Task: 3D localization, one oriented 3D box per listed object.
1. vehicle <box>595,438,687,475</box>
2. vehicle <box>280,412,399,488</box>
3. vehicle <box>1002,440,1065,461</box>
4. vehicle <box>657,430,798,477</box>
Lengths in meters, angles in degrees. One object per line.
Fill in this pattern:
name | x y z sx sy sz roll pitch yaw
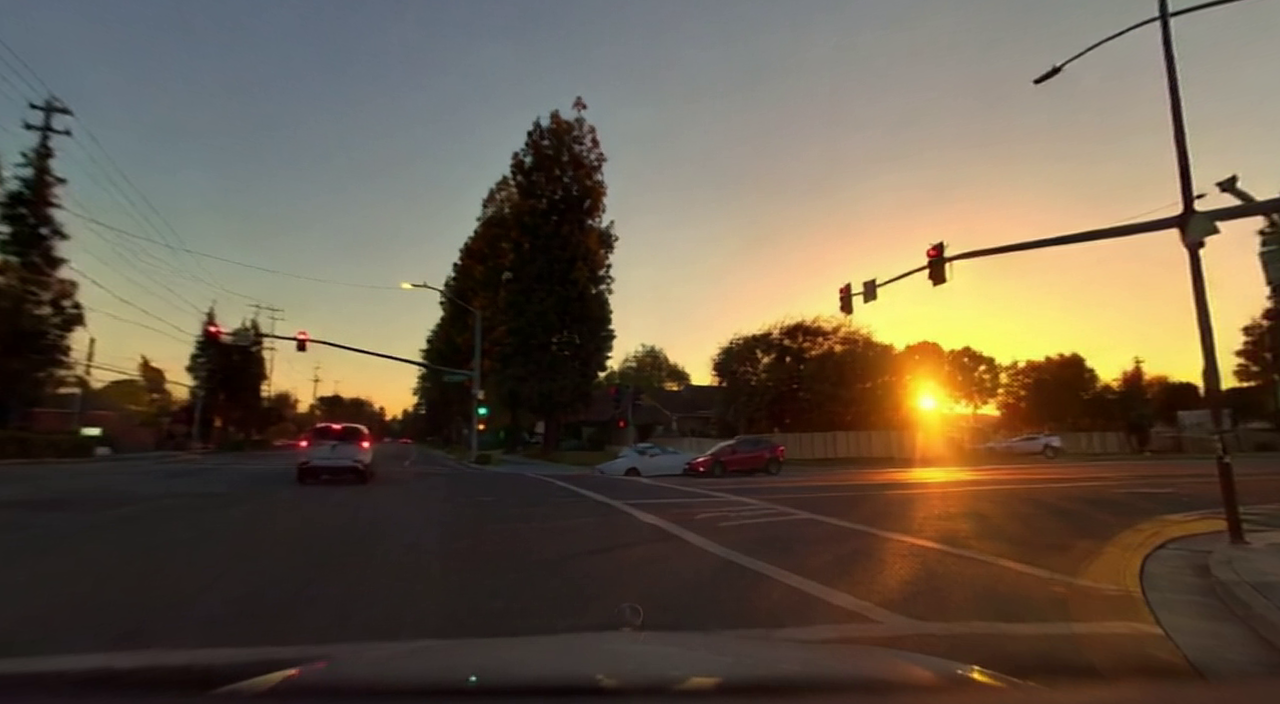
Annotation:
vehicle | -0.003 4.792 28.791 3.990 1.548 1.780 2 -9 -9
vehicle | -8.459 2.835 18.192 2.300 1.868 4.690 3 -9 -16
vehicle | 28.461 7.106 45.372 3.805 1.451 1.641 3 -9 -15
vehicle | 3.407 3.972 24.729 5.149 1.725 1.964 3 -8 -17
